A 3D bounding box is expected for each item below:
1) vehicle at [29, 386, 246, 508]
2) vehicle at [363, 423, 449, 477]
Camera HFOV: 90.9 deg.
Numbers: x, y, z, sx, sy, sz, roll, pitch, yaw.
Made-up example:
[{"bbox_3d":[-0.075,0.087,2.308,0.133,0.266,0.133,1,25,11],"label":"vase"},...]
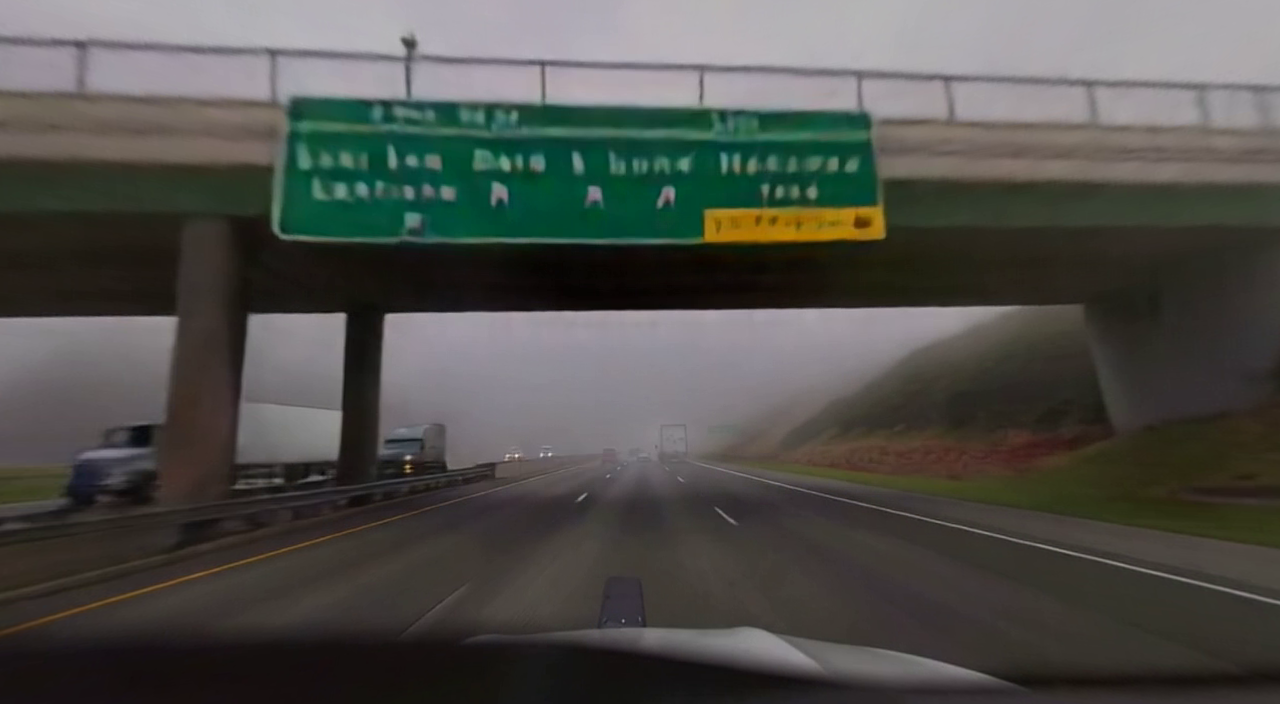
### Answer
[{"bbox_3d":[-19.015,3.690,24.587,2.963,4.113,6.320,0,-9,0],"label":"vehicle"},{"bbox_3d":[-15.299,6.509,41.918,2.668,3.229,7.672,0,-9,0],"label":"vehicle"}]
